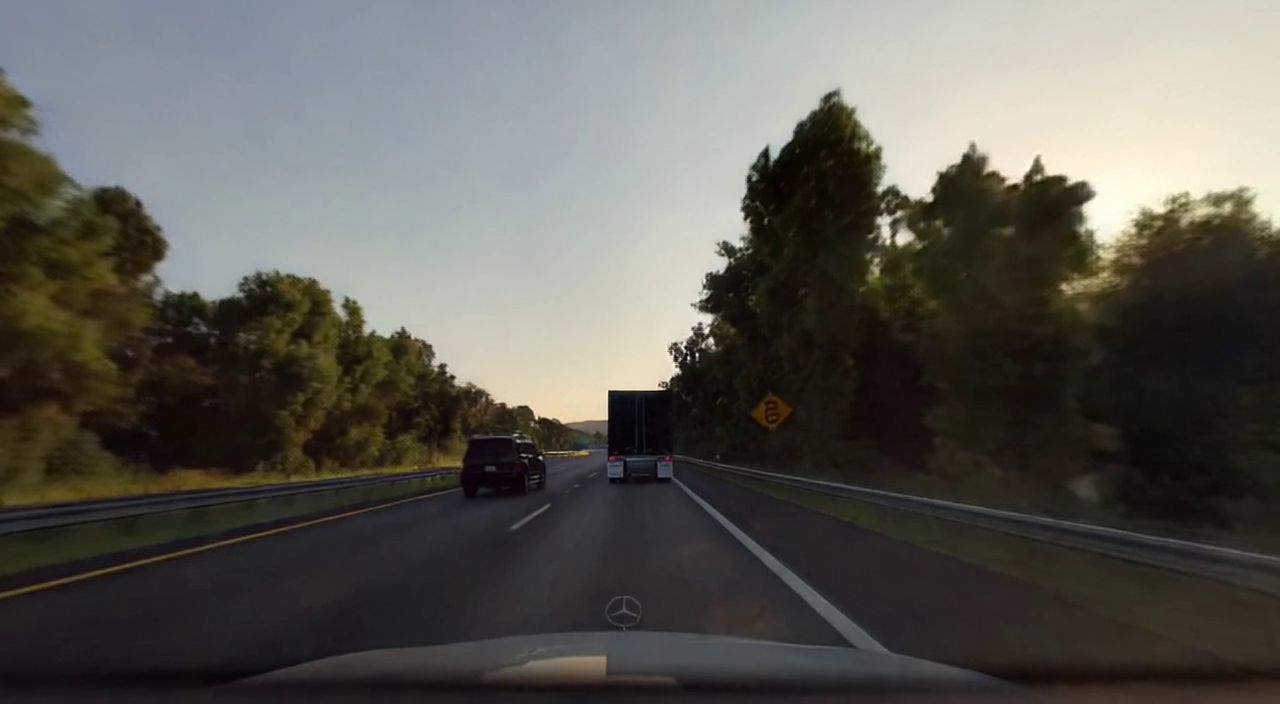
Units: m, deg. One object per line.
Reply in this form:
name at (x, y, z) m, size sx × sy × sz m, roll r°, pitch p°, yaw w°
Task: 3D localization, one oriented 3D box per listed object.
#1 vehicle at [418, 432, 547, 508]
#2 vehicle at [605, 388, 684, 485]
vehicle at (-3.830, 2.969, 16.238) m, size 2.160 × 1.661 × 4.388 m, roll 0°, pitch -9°, yaw 0°
vehicle at (0.010, 3.771, 27.477) m, size 2.913 × 3.530 × 8.648 m, roll 0°, pitch -9°, yaw -2°
